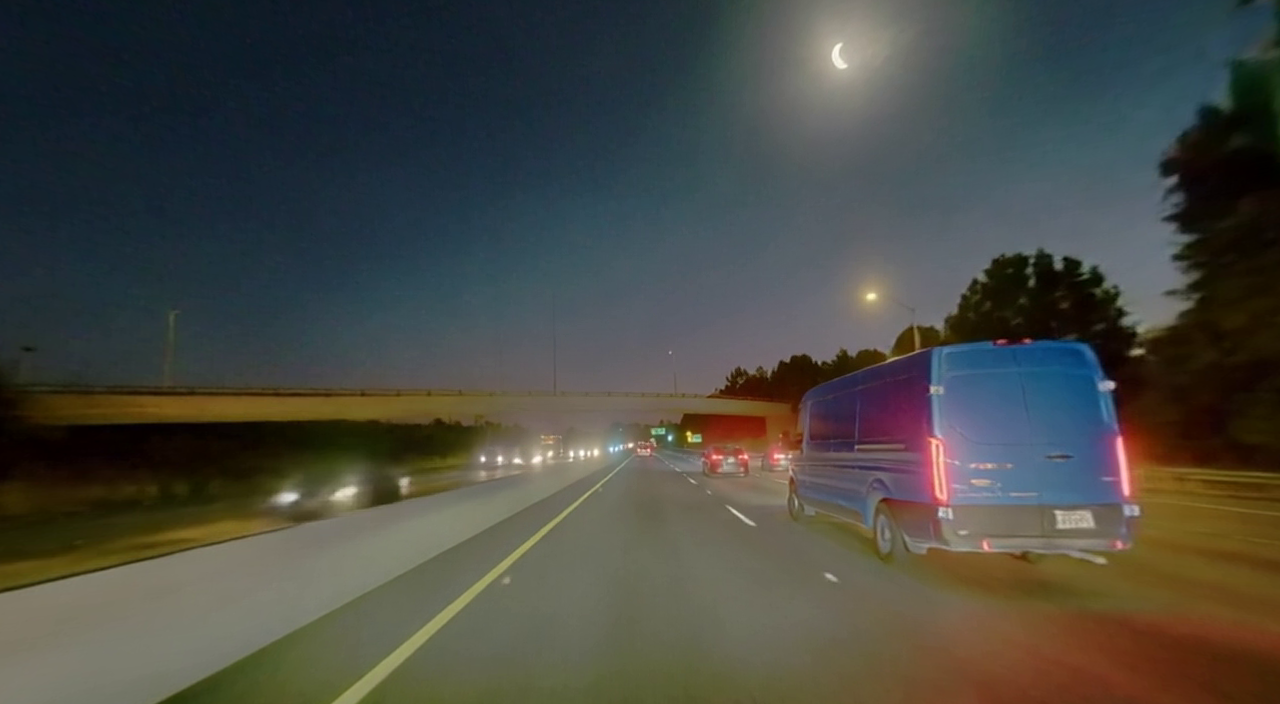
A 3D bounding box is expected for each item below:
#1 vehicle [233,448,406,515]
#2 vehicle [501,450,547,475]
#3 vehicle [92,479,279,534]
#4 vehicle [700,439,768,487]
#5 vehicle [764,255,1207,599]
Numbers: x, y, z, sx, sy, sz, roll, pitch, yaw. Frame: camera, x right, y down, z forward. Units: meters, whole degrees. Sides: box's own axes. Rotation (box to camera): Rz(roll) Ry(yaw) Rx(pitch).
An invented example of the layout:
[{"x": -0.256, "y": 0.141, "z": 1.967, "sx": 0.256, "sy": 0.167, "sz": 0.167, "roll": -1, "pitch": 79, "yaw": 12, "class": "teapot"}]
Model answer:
[{"x": -7.574, "y": 3.074, "z": 15.500, "sx": 1.947, "sy": 1.385, "sz": 4.291, "roll": 0, "pitch": -9, "yaw": 0, "class": "vehicle"}, {"x": -7.644, "y": 7.292, "z": 41.945, "sx": 2.106, "sy": 1.549, "sz": 4.622, "roll": 0, "pitch": -9, "yaw": 1, "class": "vehicle"}, {"x": -11.338, "y": 3.870, "z": 16.190, "sx": 1.563, "sy": 1.002, "sz": 4.410, "roll": 0, "pitch": -9, "yaw": -1, "class": "vehicle"}, {"x": 3.608, "y": 4.351, "z": 25.026, "sx": 2.009, "sy": 1.731, "sz": 4.149, "roll": 0, "pitch": -9, "yaw": -1, "class": "vehicle"}, {"x": 3.780, "y": 1.163, "z": 9.249, "sx": 2.460, "sy": 3.155, "sz": 6.902, "roll": 0, "pitch": -9, "yaw": 0, "class": "vehicle"}]
